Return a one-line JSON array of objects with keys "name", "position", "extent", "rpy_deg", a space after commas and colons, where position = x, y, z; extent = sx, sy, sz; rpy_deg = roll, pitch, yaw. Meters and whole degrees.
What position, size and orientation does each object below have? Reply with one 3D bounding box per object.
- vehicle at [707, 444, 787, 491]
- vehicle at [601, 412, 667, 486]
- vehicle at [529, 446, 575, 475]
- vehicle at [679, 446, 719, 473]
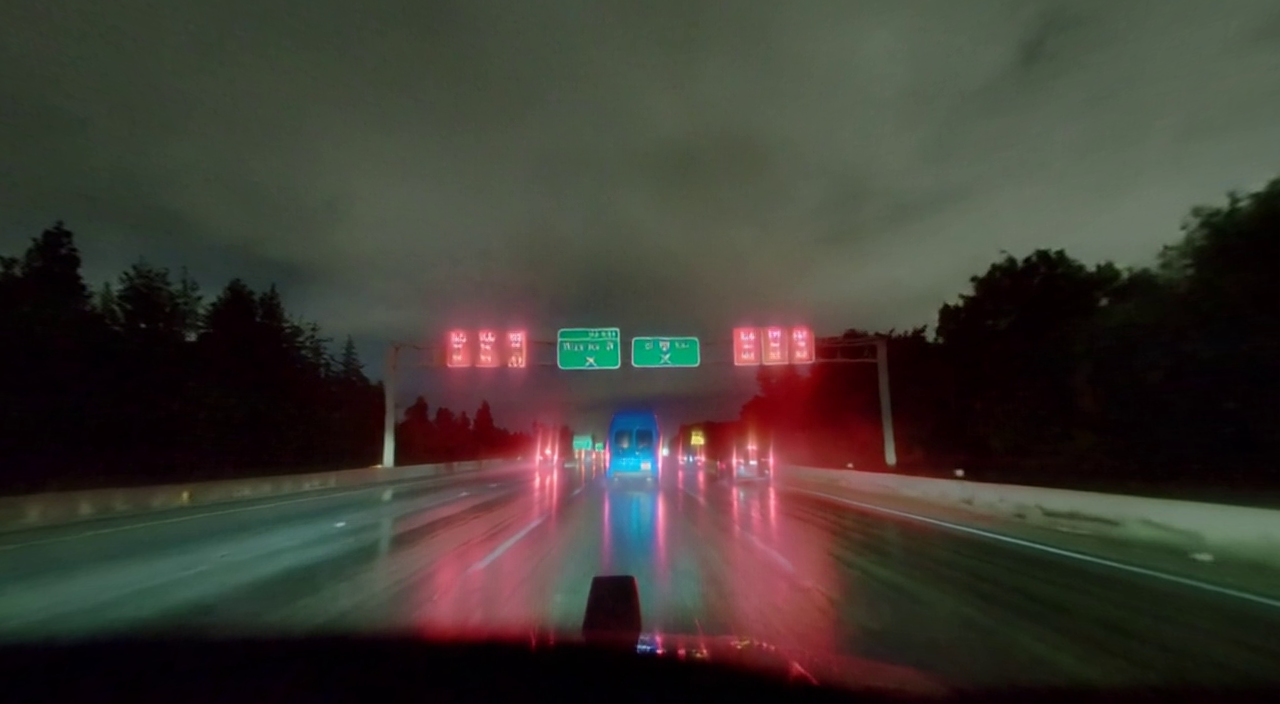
[{"name": "vehicle", "position": [3.700, 4.102, 22.635], "extent": [2.015, 1.491, 4.732], "rpy_deg": [0, -9, -1]}, {"name": "vehicle", "position": [-0.260, 3.766, 24.369], "extent": [2.268, 2.551, 5.144], "rpy_deg": [0, -9, -1]}, {"name": "vehicle", "position": [-4.990, 6.218, 36.131], "extent": [2.003, 1.498, 4.386], "rpy_deg": [0, -9, 1]}, {"name": "vehicle", "position": [3.447, 6.397, 37.453], "extent": [1.978, 1.510, 4.462], "rpy_deg": [0, -9, 1]}]
